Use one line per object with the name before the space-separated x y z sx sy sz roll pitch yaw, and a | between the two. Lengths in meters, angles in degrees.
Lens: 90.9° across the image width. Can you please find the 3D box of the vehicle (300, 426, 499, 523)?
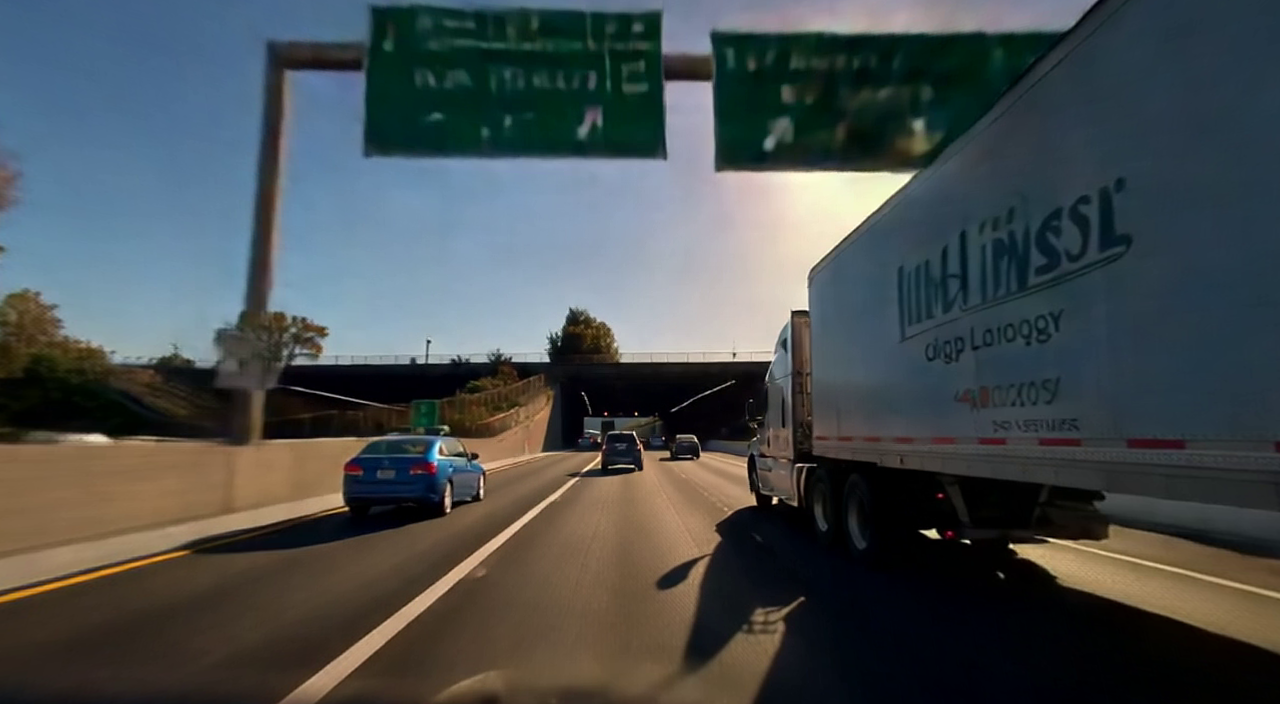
vehicle | -4.122 2.147 11.724 2.019 1.435 4.317 0 -8 0

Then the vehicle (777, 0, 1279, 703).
vehicle | 3.869 -0.204 3.535 2.842 4.108 14.081 0 -8 -1

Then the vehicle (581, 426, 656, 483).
vehicle | -0.637 3.150 19.738 2.094 1.600 3.666 0 -8 -1
